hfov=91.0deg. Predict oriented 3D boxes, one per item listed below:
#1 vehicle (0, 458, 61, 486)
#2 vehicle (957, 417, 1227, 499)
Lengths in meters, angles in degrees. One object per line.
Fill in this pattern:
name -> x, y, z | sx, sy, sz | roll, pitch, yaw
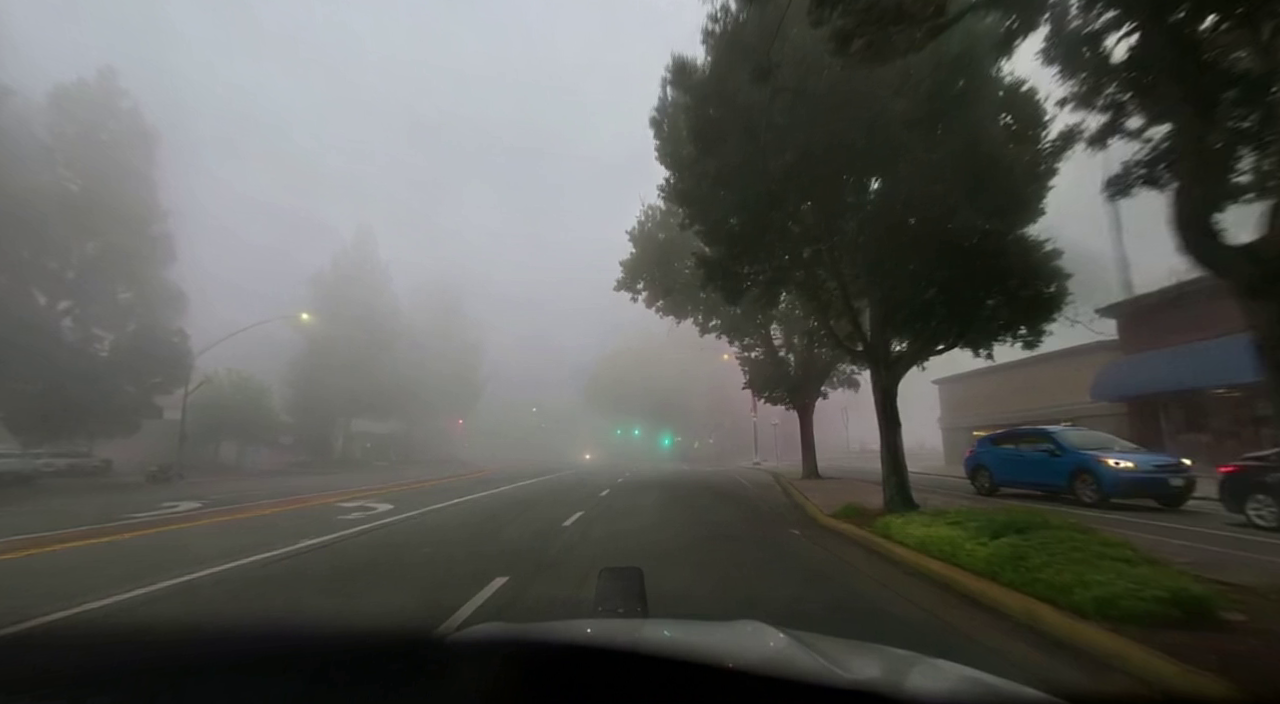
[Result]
vehicle -> -39.361, 7.495, 39.394 | 1.928, 1.600, 4.554 | 0, -9, -1
vehicle -> 12.811, 3.037, 18.309 | 5.788, 2.002, 2.377 | -3, -7, 5
